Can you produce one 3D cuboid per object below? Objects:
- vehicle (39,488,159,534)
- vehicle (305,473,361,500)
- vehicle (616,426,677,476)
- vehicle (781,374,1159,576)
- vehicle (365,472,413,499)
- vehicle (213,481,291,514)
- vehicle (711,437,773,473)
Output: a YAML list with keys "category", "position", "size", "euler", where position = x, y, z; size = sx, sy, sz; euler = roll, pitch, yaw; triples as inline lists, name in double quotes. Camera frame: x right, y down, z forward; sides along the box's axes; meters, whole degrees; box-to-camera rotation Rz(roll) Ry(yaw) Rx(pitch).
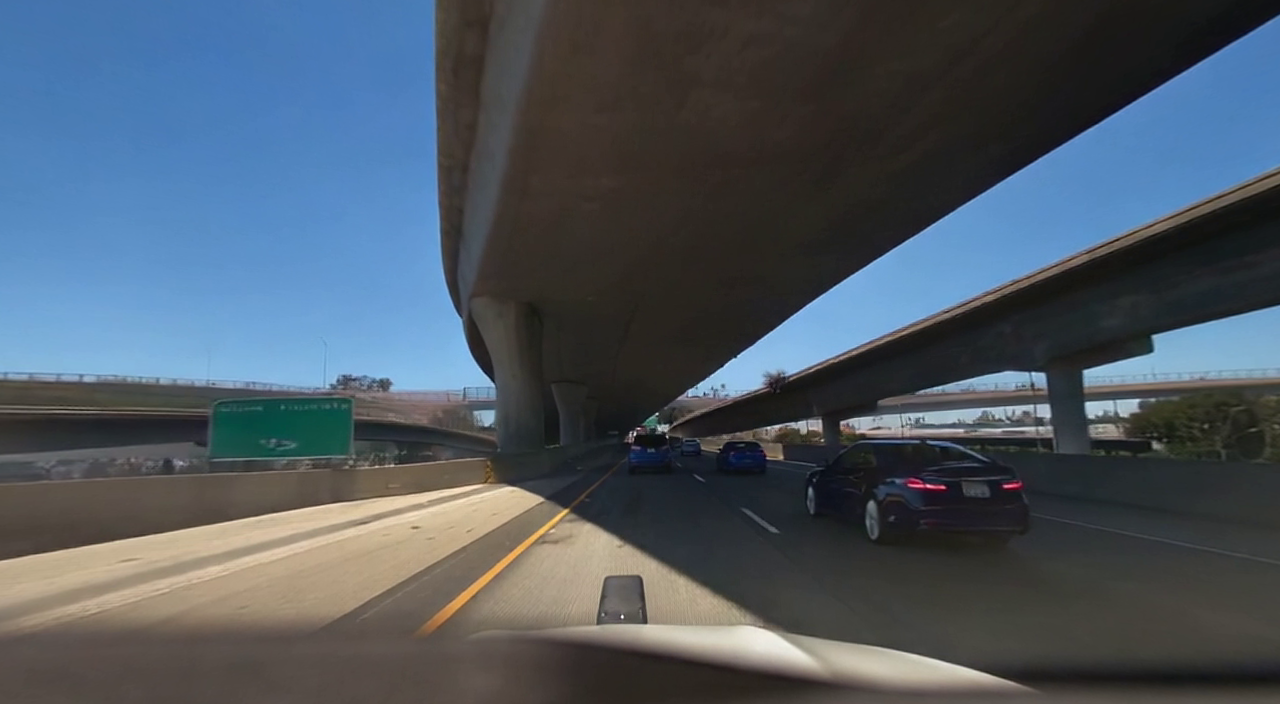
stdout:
- category: "vehicle"
  position: [-23.211, 6.804, 27.268]
  size: [1.792, 1.481, 4.338]
  euler: [2, -9, -9]
- category: "vehicle"
  position: [-22.596, 9.917, 46.581]
  size: [1.920, 1.675, 4.655]
  euler: [1, -8, -2]
- category: "vehicle"
  position: [0.258, 4.017, 25.721]
  size: [2.264, 1.841, 4.583]
  euler: [0, -8, 0]
- category: "vehicle"
  position: [3.959, 1.649, 9.224]
  size: [2.404, 2.014, 5.655]
  euler: [0, -8, -1]
- category: "vehicle"
  position: [-18.760, 10.008, 47.345]
  size: [1.939, 1.689, 4.298]
  euler: [0, -8, -2]
- category: "vehicle"
  position: [-22.076, 8.265, 36.036]
  size: [1.813, 1.498, 4.330]
  euler: [1, -8, -3]
- category: "vehicle"
  position: [4.552, 4.667, 28.699]
  size: [2.047, 1.500, 4.017]
  euler: [0, -8, -2]
